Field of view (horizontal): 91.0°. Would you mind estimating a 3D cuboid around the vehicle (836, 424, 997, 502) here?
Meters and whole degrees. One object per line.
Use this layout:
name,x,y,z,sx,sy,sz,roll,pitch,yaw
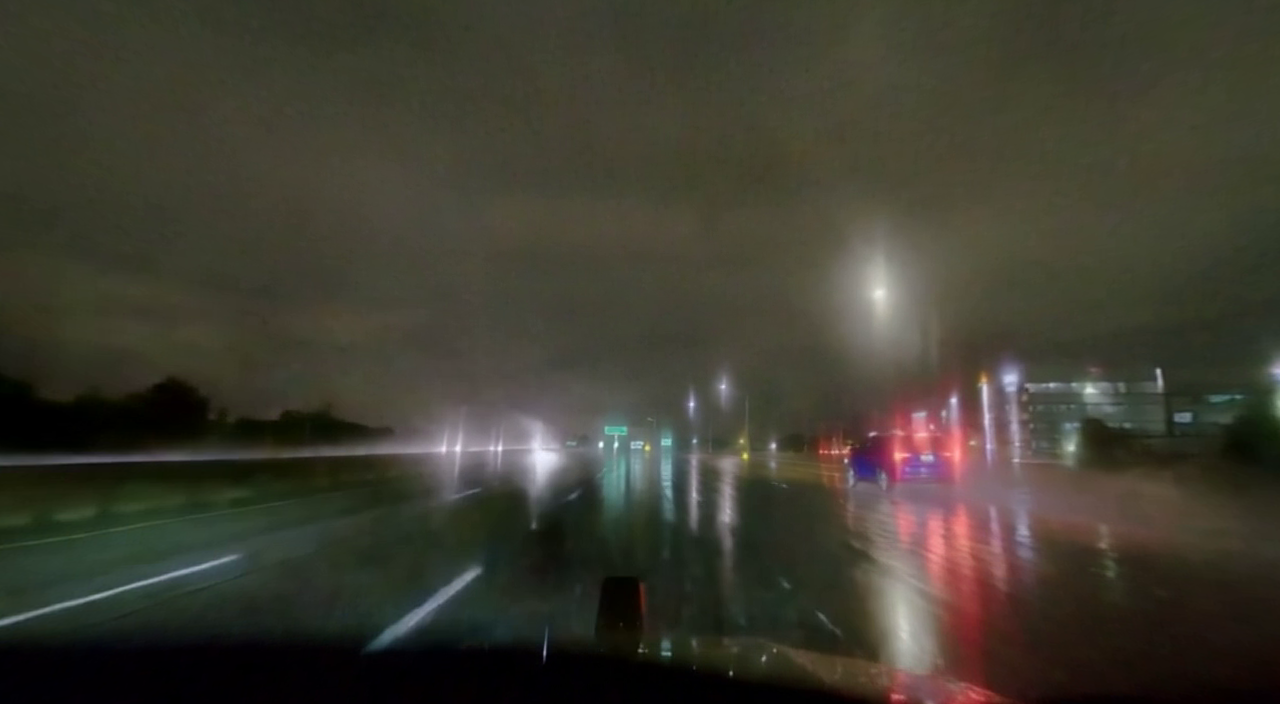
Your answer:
vehicle,6.846,2.801,16.256,2.091,1.711,4.383,0,-9,-1
